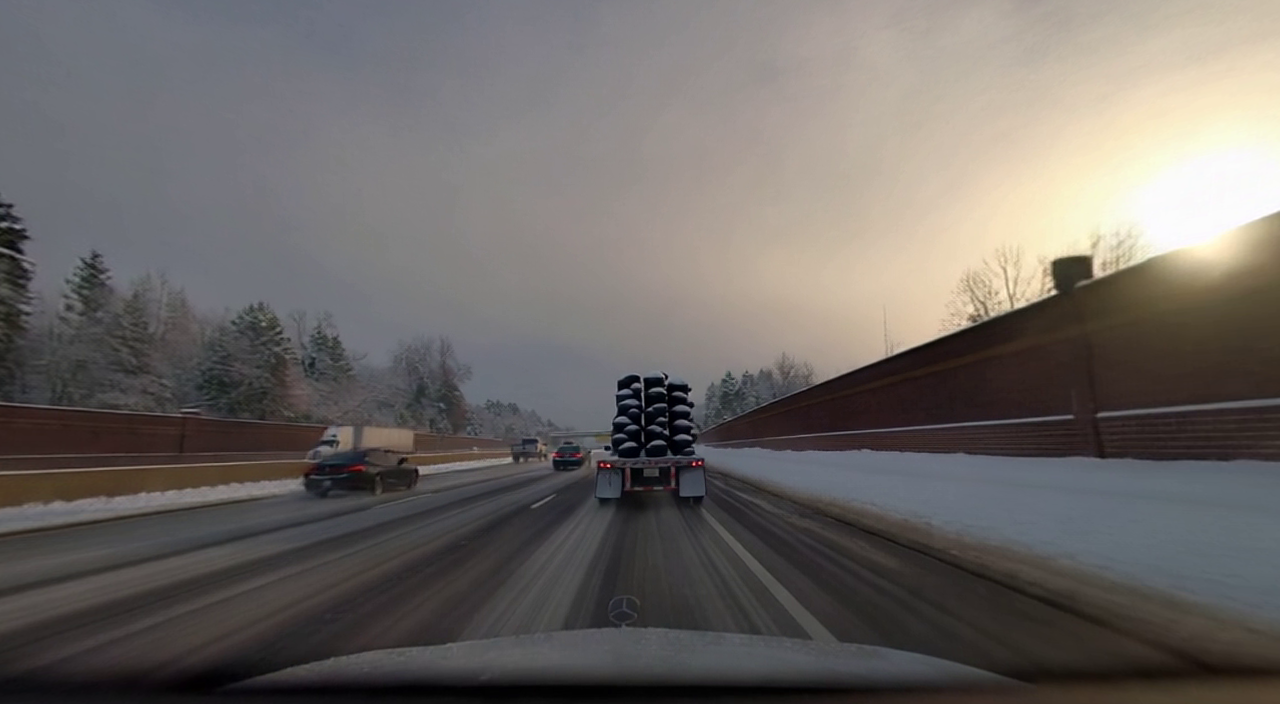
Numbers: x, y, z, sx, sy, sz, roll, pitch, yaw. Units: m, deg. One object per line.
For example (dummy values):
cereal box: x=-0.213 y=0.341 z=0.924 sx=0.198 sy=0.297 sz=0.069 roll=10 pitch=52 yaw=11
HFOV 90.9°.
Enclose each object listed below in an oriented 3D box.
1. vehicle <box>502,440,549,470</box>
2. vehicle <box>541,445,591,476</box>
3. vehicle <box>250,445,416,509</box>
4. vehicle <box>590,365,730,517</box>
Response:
vehicle: x=-7.560 y=6.864 z=42.179 sx=2.164 sy=1.874 sz=5.004 roll=0 pitch=-8 yaw=1
vehicle: x=-3.723 y=5.522 z=32.470 sx=1.974 sy=1.475 sz=4.538 roll=0 pitch=-8 yaw=1
vehicle: x=-7.903 y=3.228 z=16.870 sx=2.006 sy=1.458 sz=4.700 roll=0 pitch=-8 yaw=1
vehicle: x=0.424 y=2.397 z=16.986 sx=2.798 sy=3.071 sz=8.412 roll=0 pitch=-8 yaw=0
